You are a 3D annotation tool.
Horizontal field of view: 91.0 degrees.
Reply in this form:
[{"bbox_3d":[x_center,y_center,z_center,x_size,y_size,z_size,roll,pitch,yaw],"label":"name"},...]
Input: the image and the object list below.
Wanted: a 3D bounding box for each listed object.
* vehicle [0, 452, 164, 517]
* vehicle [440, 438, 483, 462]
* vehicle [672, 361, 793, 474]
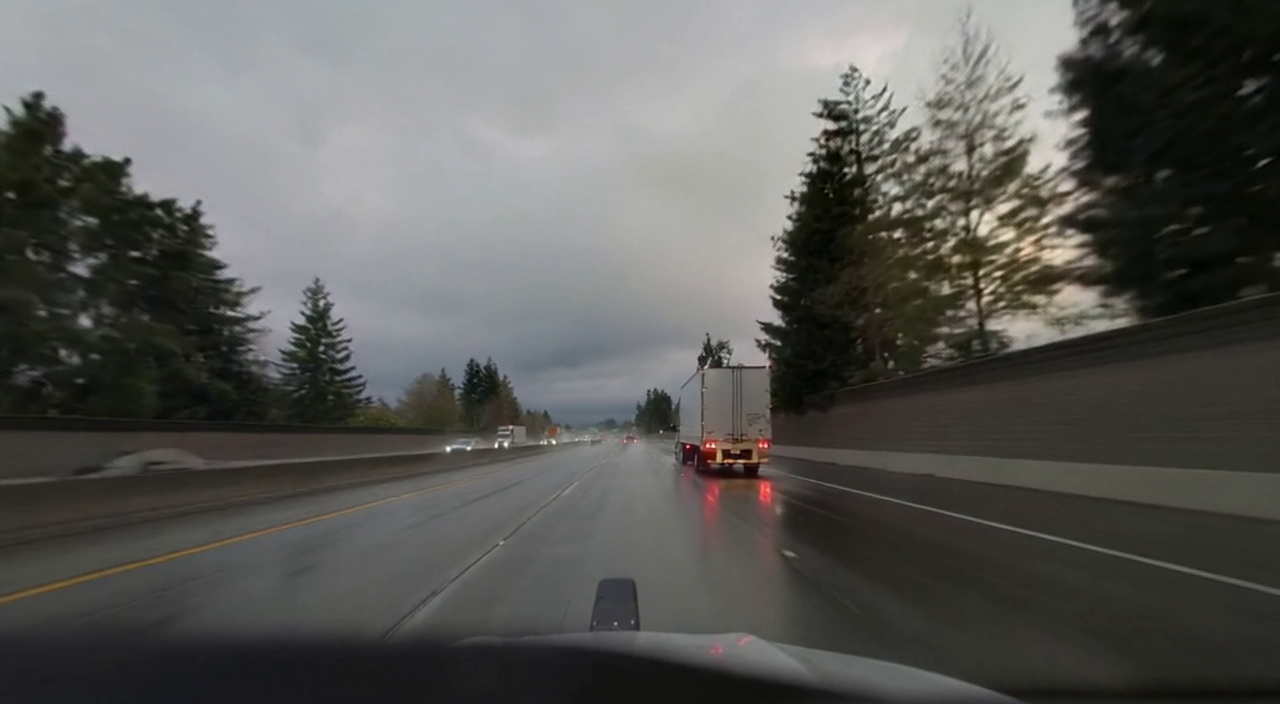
[{"bbox_3d":[-15.723,3.526,17.290,1.809,1.434,4.492,0,-8,-1],"label":"vehicle"},{"bbox_3d":[-12.629,6.937,44.691,1.882,1.503,4.212,-2,-8,0],"label":"vehicle"},{"bbox_3d":[3.839,3.403,30.820,3.489,4.211,14.193,0,-8,-1],"label":"vehicle"}]
